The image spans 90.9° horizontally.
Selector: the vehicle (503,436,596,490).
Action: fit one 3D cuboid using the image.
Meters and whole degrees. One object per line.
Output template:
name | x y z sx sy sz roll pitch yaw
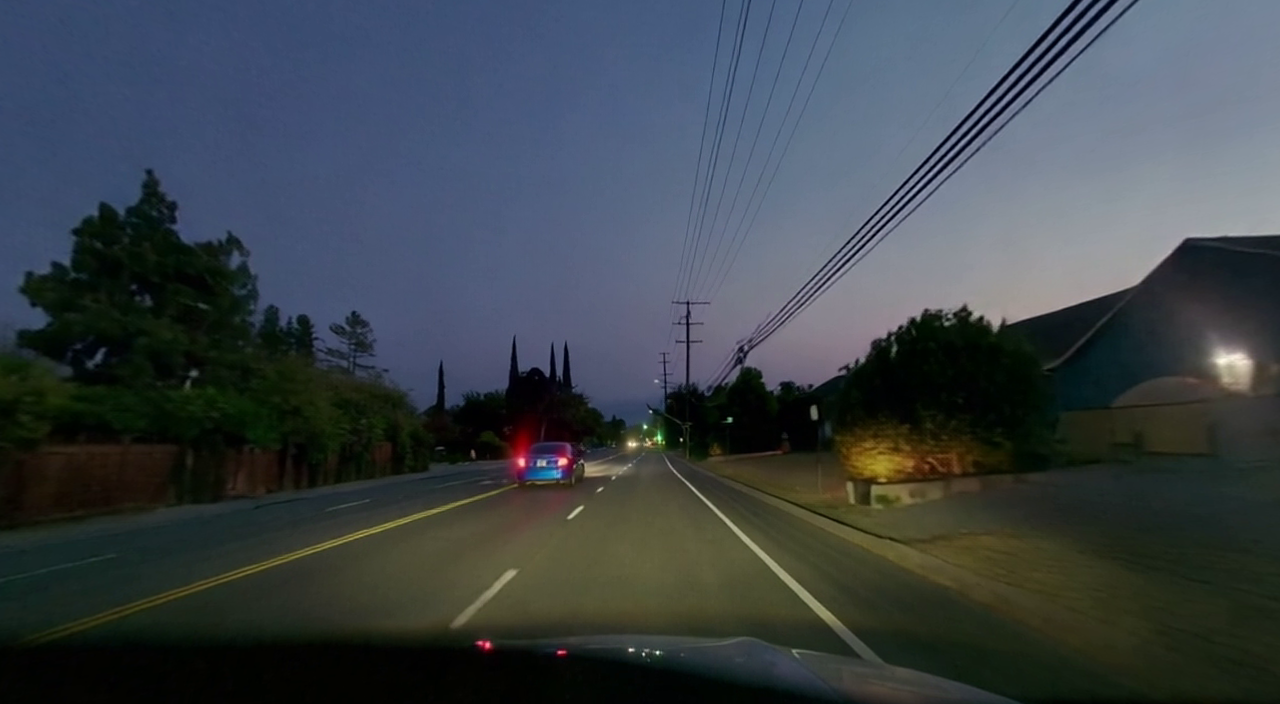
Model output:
vehicle | -2.738 3.512 20.350 2.085 1.512 5.023 -1 -8 2
